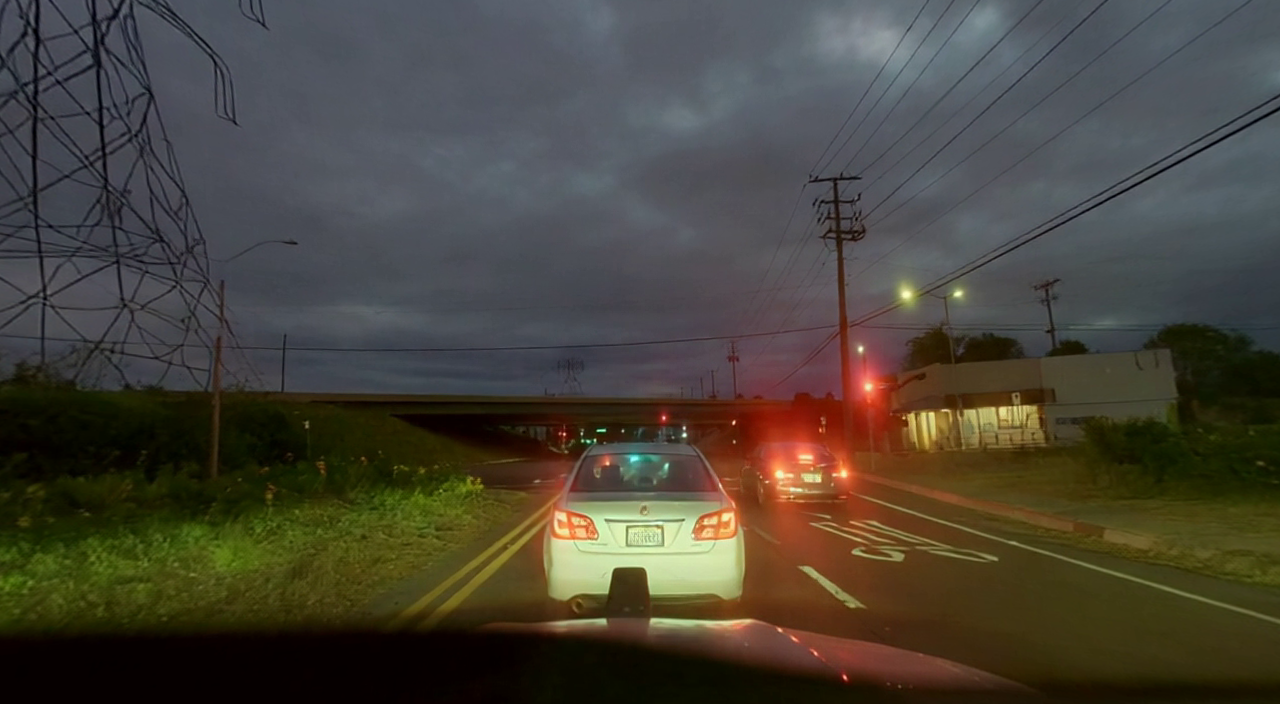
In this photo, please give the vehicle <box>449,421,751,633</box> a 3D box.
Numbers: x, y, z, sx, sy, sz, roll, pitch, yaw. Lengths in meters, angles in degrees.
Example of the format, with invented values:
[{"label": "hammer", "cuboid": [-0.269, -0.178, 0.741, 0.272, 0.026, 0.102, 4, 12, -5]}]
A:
[{"label": "vehicle", "cuboid": [-0.241, 1.526, 6.463, 2.090, 1.458, 4.033, -1, -9, 1]}]
